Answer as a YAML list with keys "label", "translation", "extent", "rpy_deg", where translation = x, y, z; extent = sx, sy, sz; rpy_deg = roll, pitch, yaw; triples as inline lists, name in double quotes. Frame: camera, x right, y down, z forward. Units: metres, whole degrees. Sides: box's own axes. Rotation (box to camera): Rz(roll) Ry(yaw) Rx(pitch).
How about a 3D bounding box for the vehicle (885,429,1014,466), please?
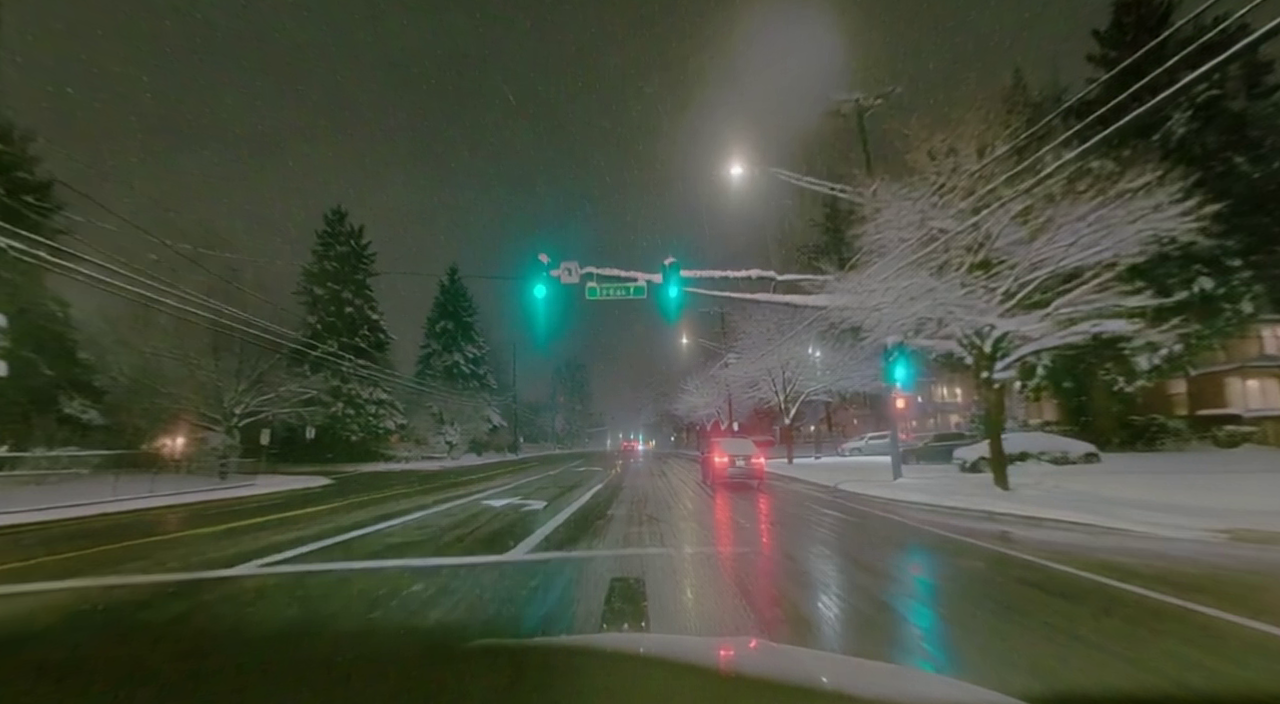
- label: "vehicle"
  translation: [13.639, 4.232, 27.985]
  extent: [4.689, 1.583, 1.947]
  rpy_deg: [0, -8, -1]

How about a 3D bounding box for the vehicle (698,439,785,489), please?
- label: "vehicle"
  translation: [3.202, 3.630, 20.857]
  extent: [2.134, 1.476, 4.327]
  rpy_deg: [0, -8, -1]

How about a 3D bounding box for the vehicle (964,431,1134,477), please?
- label: "vehicle"
  translation: [14.279, 3.589, 22.269]
  extent: [4.514, 1.546, 2.044]
  rpy_deg: [-1, -8, 4]
